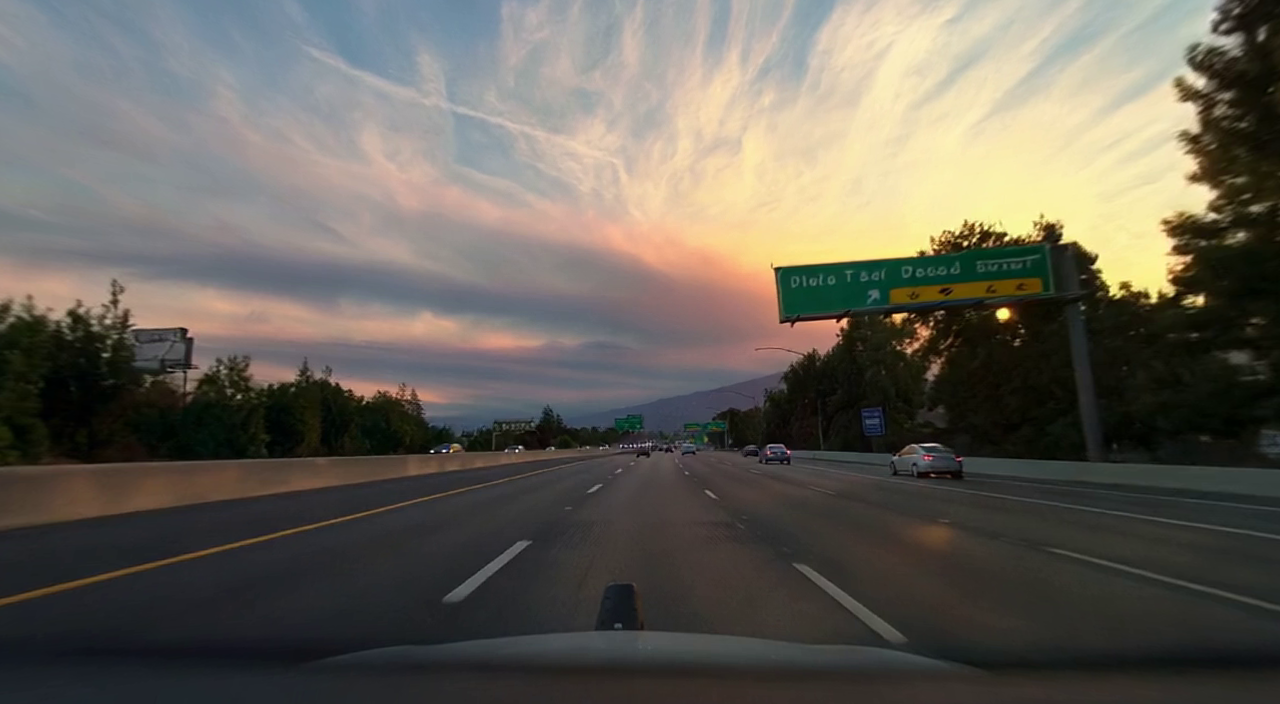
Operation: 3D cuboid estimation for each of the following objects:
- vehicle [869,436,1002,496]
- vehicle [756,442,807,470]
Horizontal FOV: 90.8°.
[{"bbox_3d":[8.936,3.474,19.637,2.090,1.643,4.513,0,-9,3],"label":"vehicle"},{"bbox_3d":[8.090,5.966,36.506,1.861,1.500,4.860,0,-9,0],"label":"vehicle"}]
